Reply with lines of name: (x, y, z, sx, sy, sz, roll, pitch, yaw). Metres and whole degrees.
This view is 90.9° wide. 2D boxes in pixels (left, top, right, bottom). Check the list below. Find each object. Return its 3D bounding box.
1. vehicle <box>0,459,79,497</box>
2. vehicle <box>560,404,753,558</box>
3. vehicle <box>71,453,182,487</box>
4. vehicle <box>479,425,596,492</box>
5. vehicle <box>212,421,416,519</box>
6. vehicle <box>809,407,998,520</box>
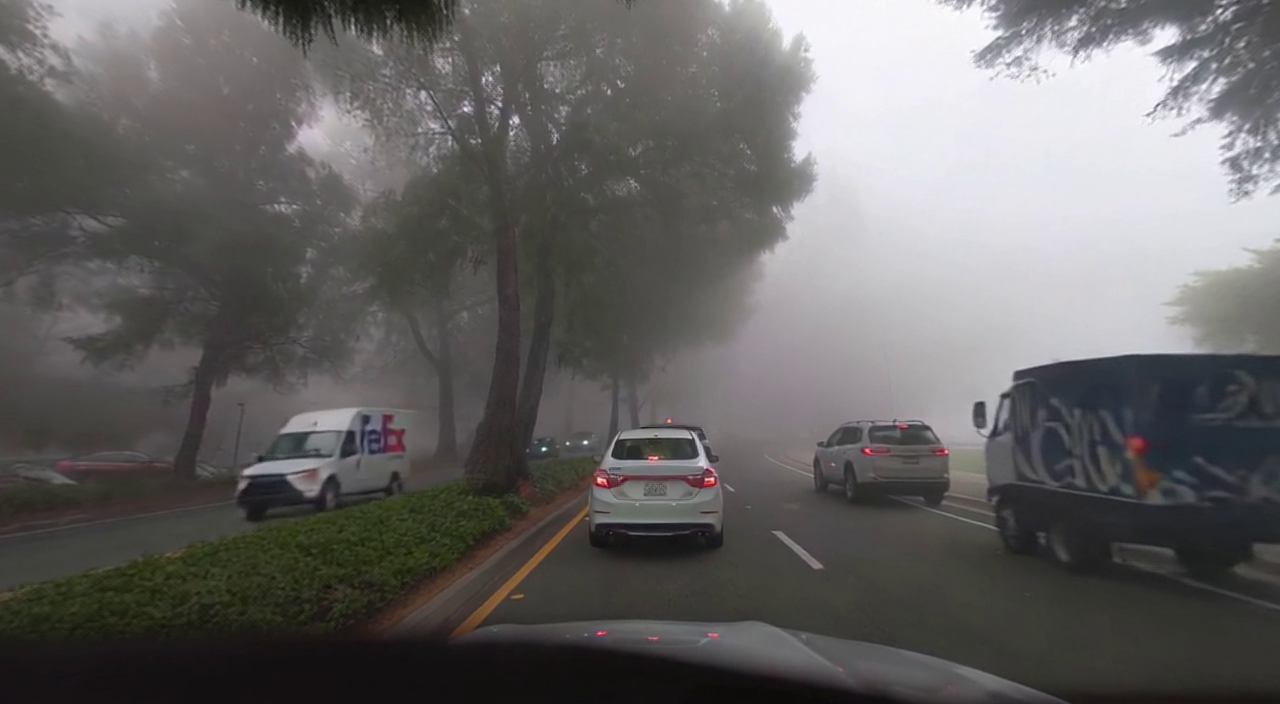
vehicle: (-27.363, 5.575, 27.579, 4.272, 1.438, 1.801, -5, -9, 8)
vehicle: (0.212, 1.748, 9.204, 2.154, 1.710, 4.128, -1, -8, 1)
vehicle: (-26.765, 6.149, 32.956, 4.256, 1.633, 1.940, -1, -8, 7)
vehicle: (-2.949, 3.228, 19.480, 2.057, 1.786, 4.725, -2, -8, 11)
vehicle: (-7.072, 2.596, 14.387, 2.051, 1.843, 4.469, -1, -8, 4)
vehicle: (5.098, 2.223, 13.098, 2.059, 1.864, 4.700, 1, -8, 2)
